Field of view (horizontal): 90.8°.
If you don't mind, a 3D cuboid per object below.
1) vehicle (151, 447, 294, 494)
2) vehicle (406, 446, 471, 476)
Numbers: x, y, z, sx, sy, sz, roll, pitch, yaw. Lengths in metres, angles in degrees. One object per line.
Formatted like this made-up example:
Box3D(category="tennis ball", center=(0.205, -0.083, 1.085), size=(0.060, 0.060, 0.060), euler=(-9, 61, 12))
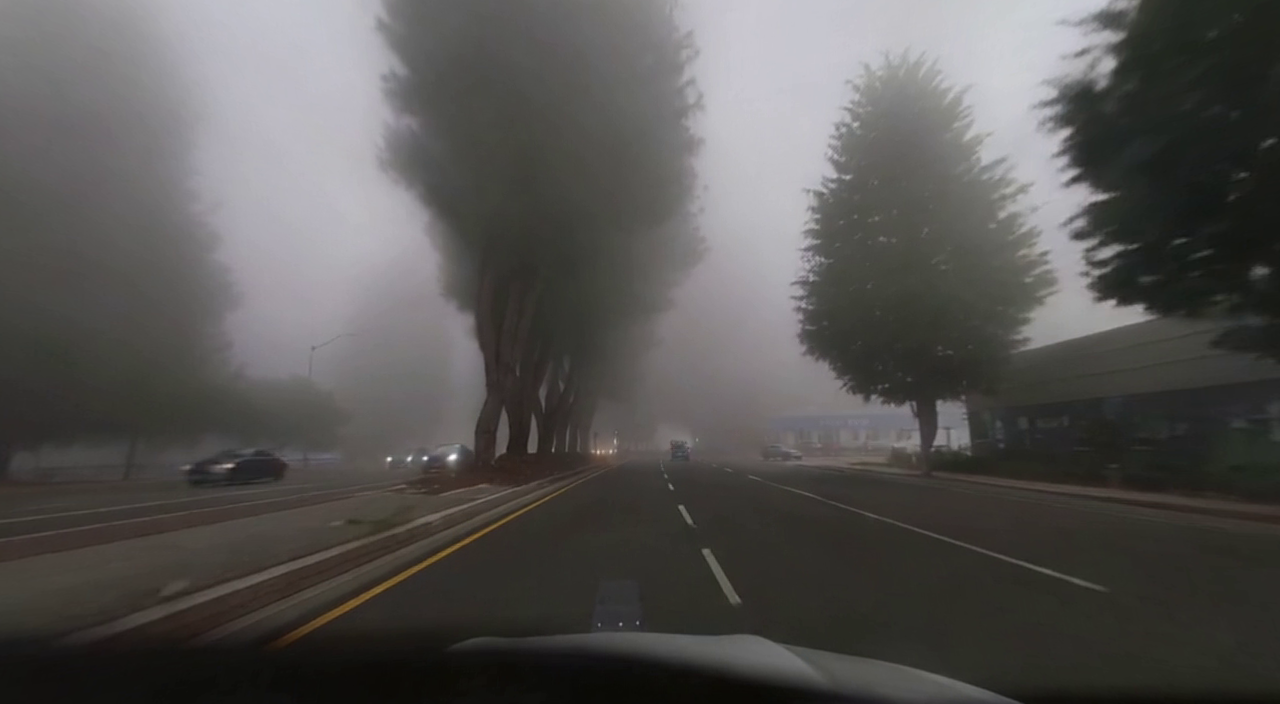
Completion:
Box3D(category="vehicle", center=(-14.310, 4.047, 22.068), size=(1.850, 1.453, 4.648), euler=(0, -9, 0))
Box3D(category="vehicle", center=(-10.420, 5.653, 33.054), size=(1.930, 1.449, 4.361), euler=(-1, -9, 1))
